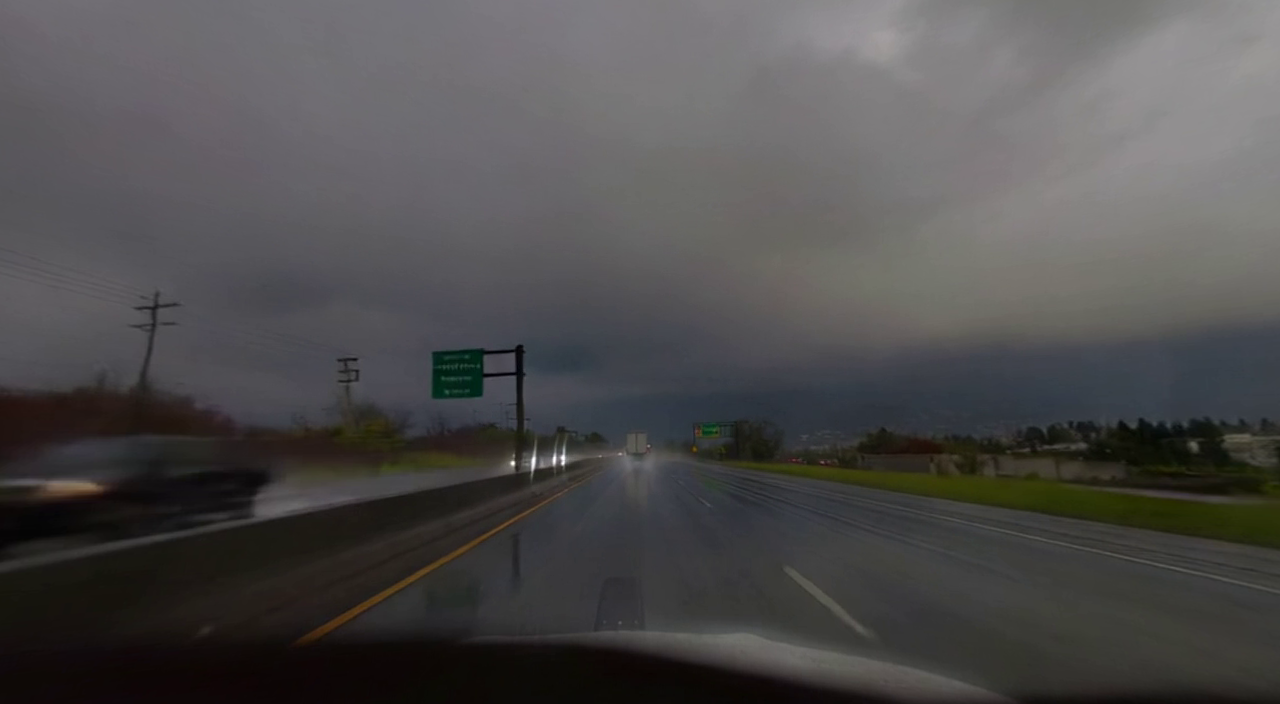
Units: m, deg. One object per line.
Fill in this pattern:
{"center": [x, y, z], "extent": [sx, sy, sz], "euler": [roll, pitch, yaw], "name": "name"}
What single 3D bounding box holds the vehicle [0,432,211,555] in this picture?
{"center": [-9.509, 2.137, 9.944], "extent": [2.016, 1.620, 4.735], "euler": [0, -9, 0], "name": "vehicle"}
